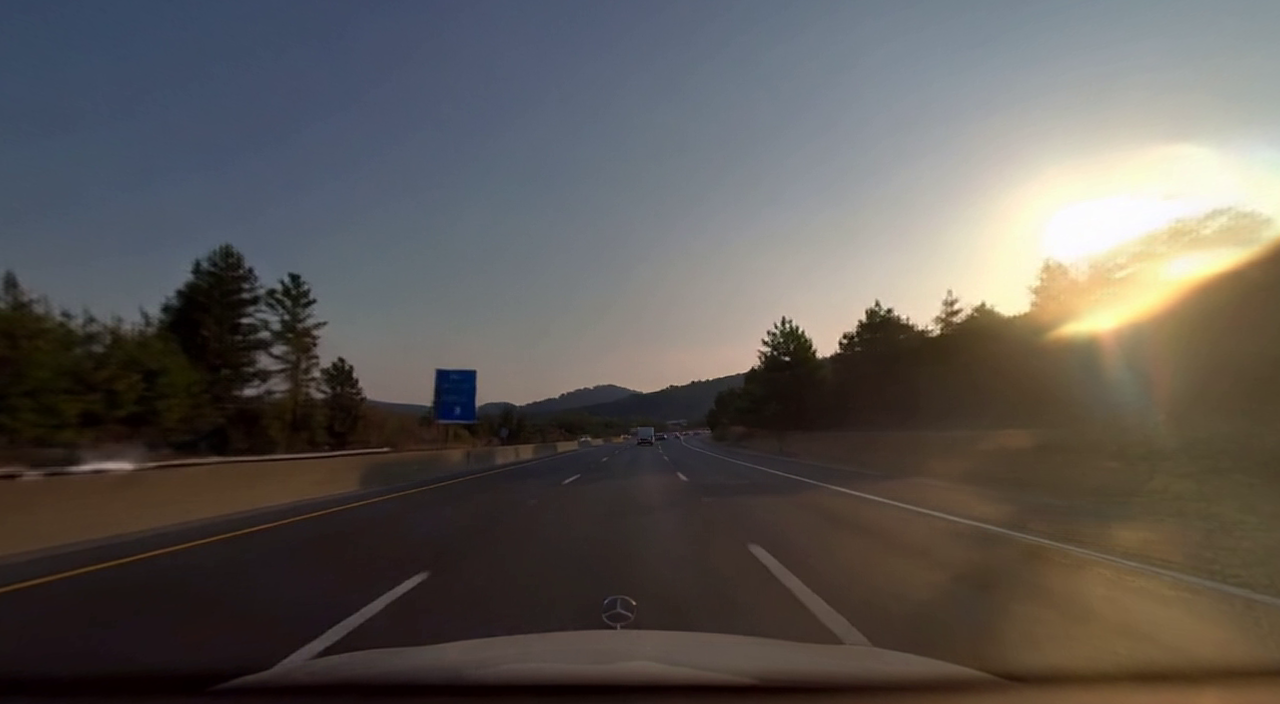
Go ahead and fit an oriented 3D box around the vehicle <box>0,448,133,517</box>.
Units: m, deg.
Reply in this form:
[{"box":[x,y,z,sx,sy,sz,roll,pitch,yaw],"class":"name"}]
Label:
[{"box":[-15.260,3.156,15.584,1.810,1.481,4.380,0,-8,-1],"class":"vehicle"}]
